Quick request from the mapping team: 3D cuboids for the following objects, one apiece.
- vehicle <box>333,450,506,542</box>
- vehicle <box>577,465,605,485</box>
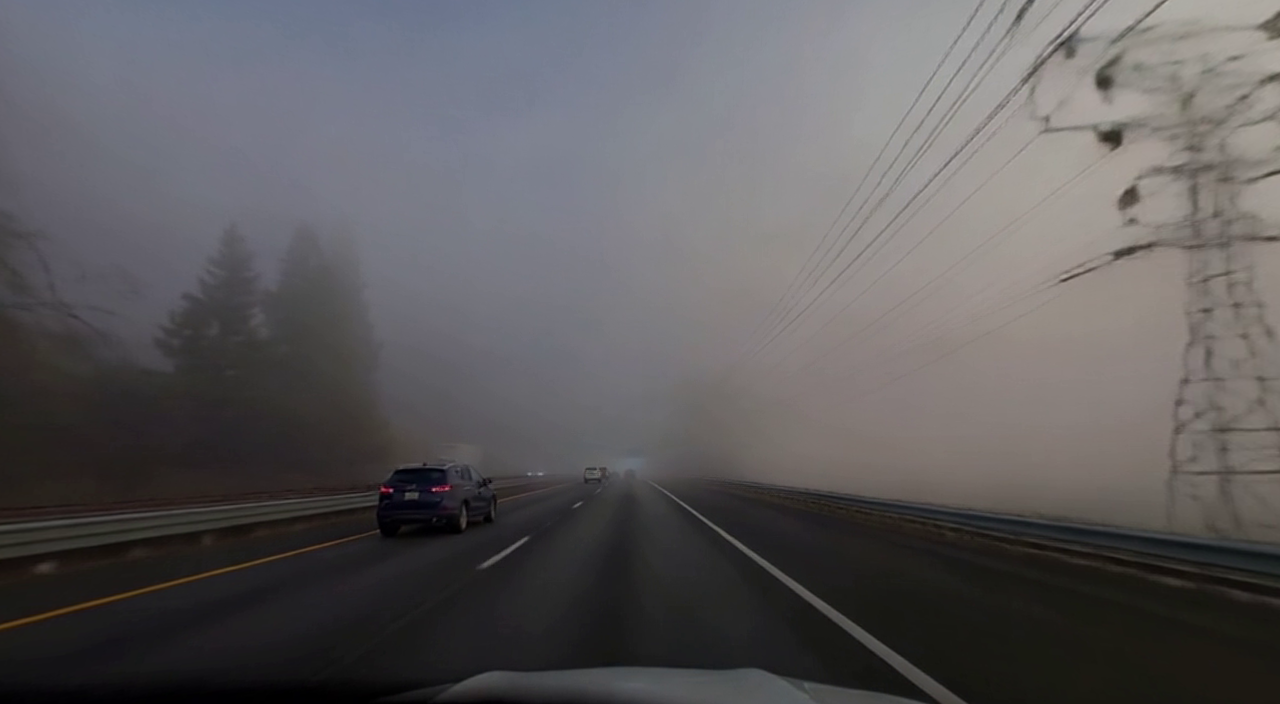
[{"bbox_3d":[-4.179,2.825,12.800,1.963,1.501,4.227,1,-11,0],"label":"vehicle"},{"bbox_3d":[-3.784,9.633,49.391,1.884,1.486,3.934,1,-11,-1],"label":"vehicle"}]
